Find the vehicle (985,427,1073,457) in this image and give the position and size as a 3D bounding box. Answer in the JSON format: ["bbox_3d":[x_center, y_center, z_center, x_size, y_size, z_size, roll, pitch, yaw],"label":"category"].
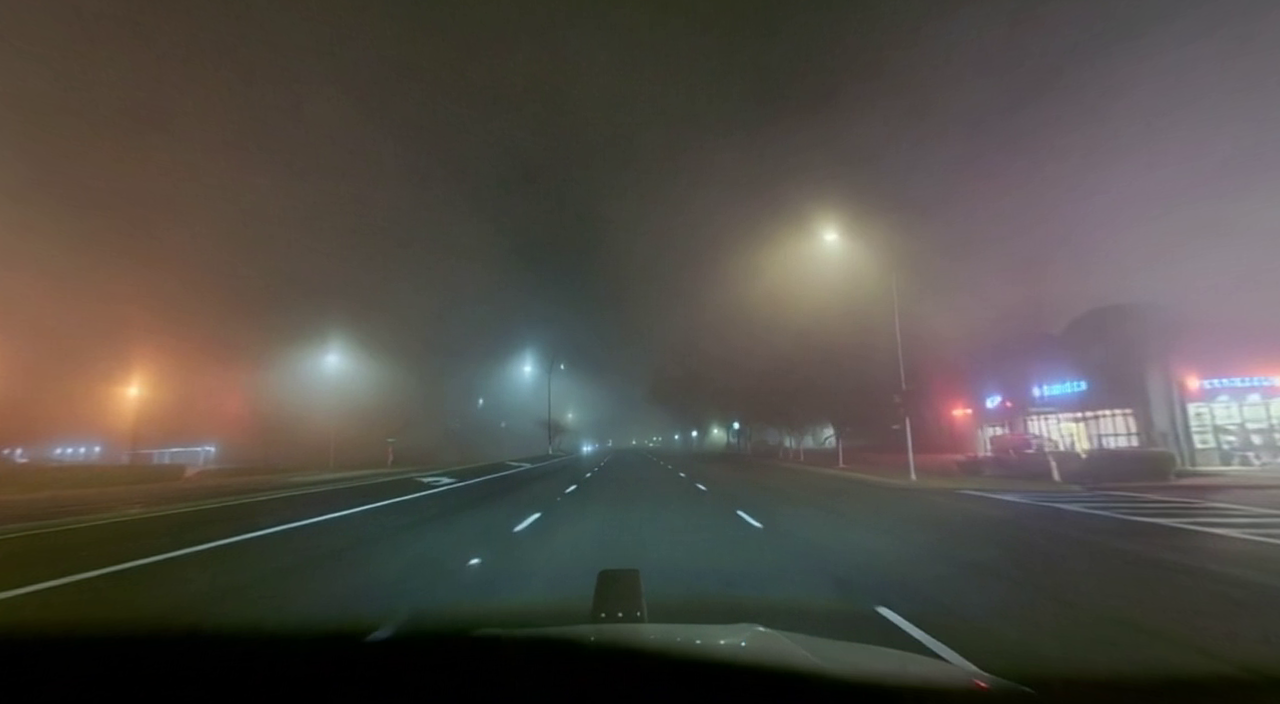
[{"bbox_3d":[29.527,6.813,47.876,6.327,1.962,2.210,1,-9,-23],"label":"vehicle"}]
